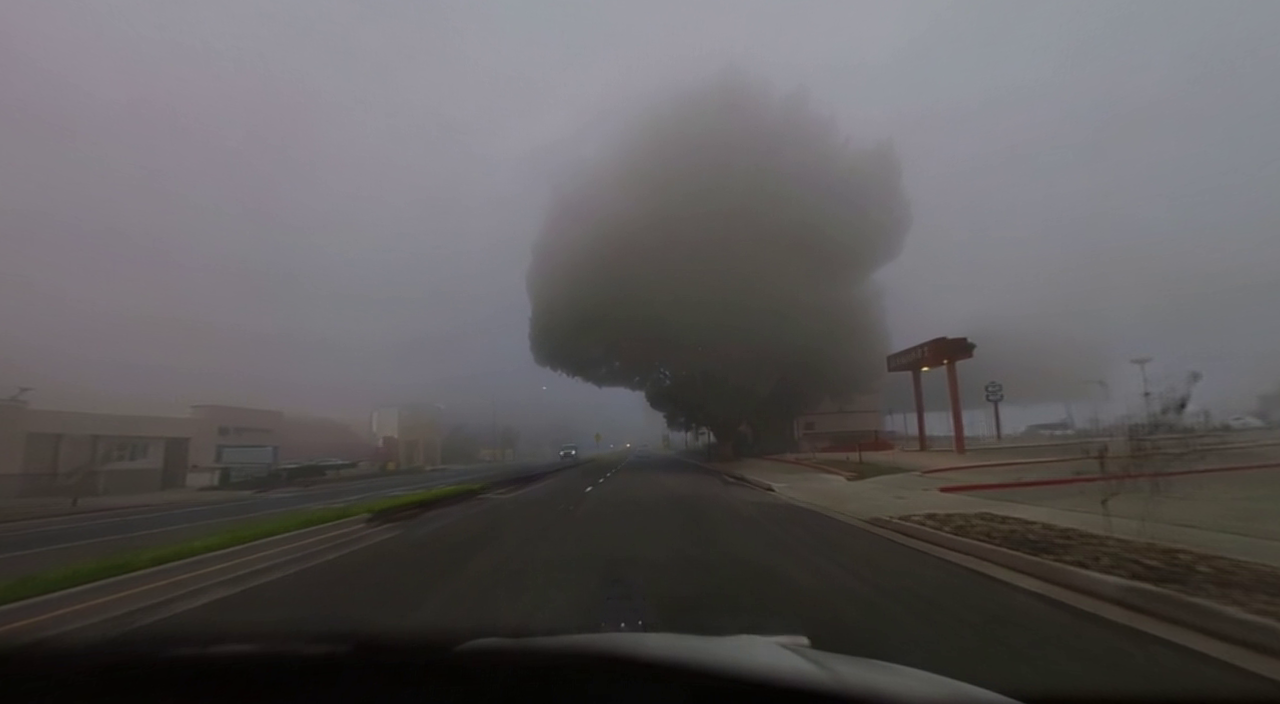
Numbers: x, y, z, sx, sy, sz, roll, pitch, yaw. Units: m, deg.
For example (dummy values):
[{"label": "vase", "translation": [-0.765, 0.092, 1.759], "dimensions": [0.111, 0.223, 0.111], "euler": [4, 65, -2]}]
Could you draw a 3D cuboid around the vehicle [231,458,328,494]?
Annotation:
[{"label": "vehicle", "translation": [-17.405, 5.972, 30.579], "dimensions": [1.861, 1.541, 4.530], "euler": [-1, -9, 3]}]
